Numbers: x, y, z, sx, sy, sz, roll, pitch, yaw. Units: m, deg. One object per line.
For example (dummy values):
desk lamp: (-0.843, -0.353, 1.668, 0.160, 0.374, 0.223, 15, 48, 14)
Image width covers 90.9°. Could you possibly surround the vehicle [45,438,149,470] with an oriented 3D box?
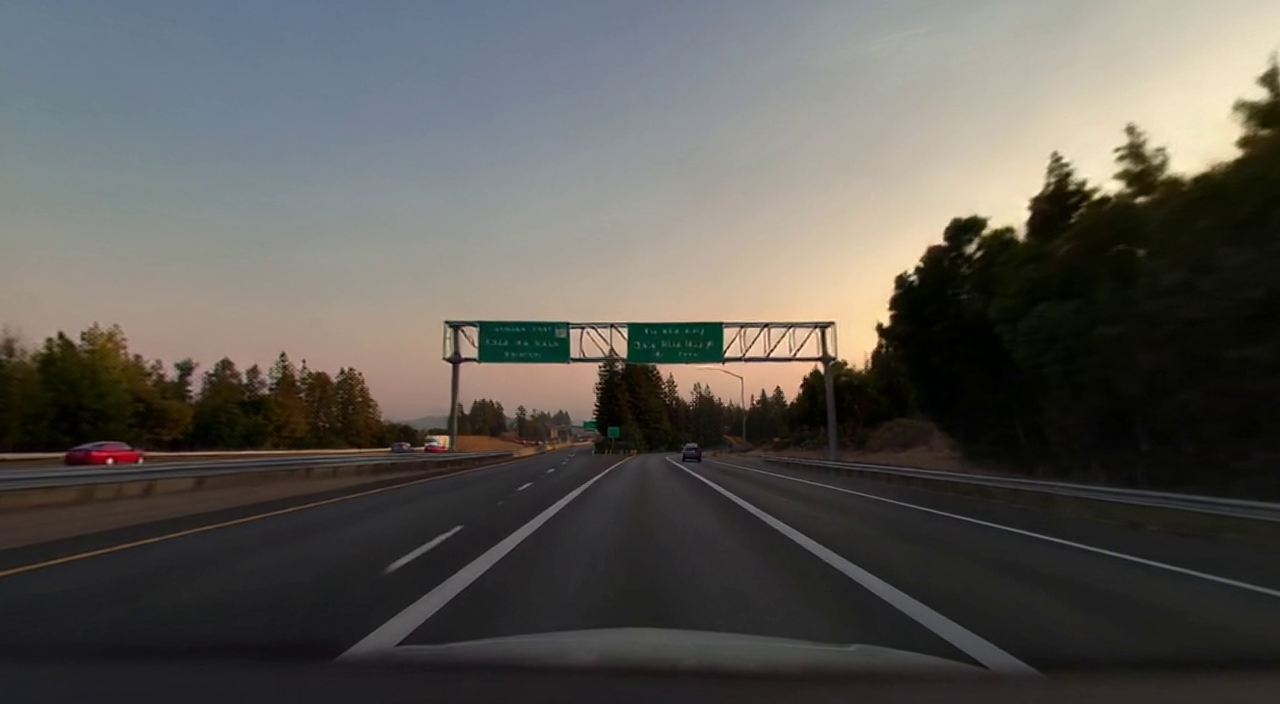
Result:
vehicle: (-33.627, 6.313, 39.287, 2.168, 1.824, 4.932, 0, -8, -3)
